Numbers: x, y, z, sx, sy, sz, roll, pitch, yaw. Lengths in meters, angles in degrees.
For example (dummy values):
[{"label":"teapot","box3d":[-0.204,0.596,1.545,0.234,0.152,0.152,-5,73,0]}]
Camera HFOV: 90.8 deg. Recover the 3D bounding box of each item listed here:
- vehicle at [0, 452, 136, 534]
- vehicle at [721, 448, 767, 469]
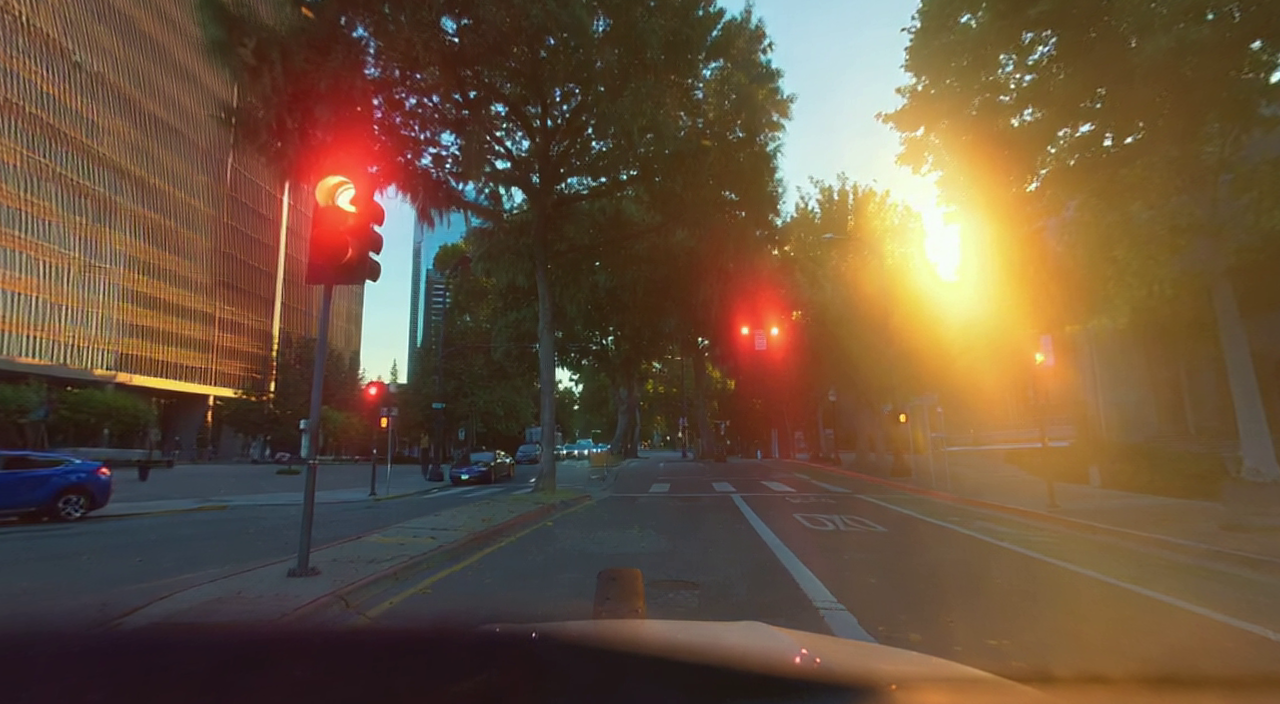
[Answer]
[{"label":"vehicle","box3d":[-12.854,2.714,12.274,4.598,1.490,1.816,7,-11,-40]},{"label":"vehicle","box3d":[7.878,8.119,48.412,1.829,1.440,4.384,2,-9,-14]}]
